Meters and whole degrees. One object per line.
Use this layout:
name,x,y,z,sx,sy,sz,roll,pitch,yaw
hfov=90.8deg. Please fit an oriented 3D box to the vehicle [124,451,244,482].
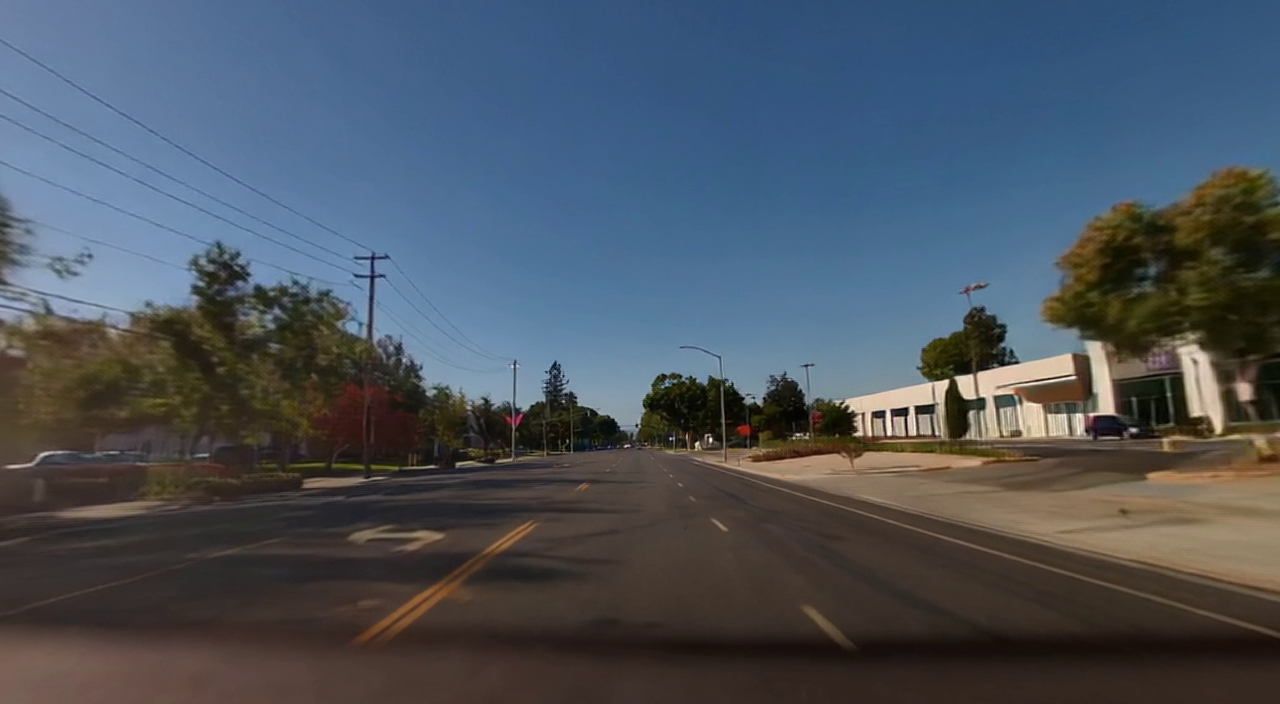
vehicle,-23.265,5.857,32.358,4.686,1.495,1.879,0,-9,1

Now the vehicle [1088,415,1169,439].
vehicle,32.503,5.039,42.094,3.904,1.508,1.724,0,-9,1

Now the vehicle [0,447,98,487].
vehicle,-28.397,5.293,29.277,4.626,1.753,2.054,0,-9,1
